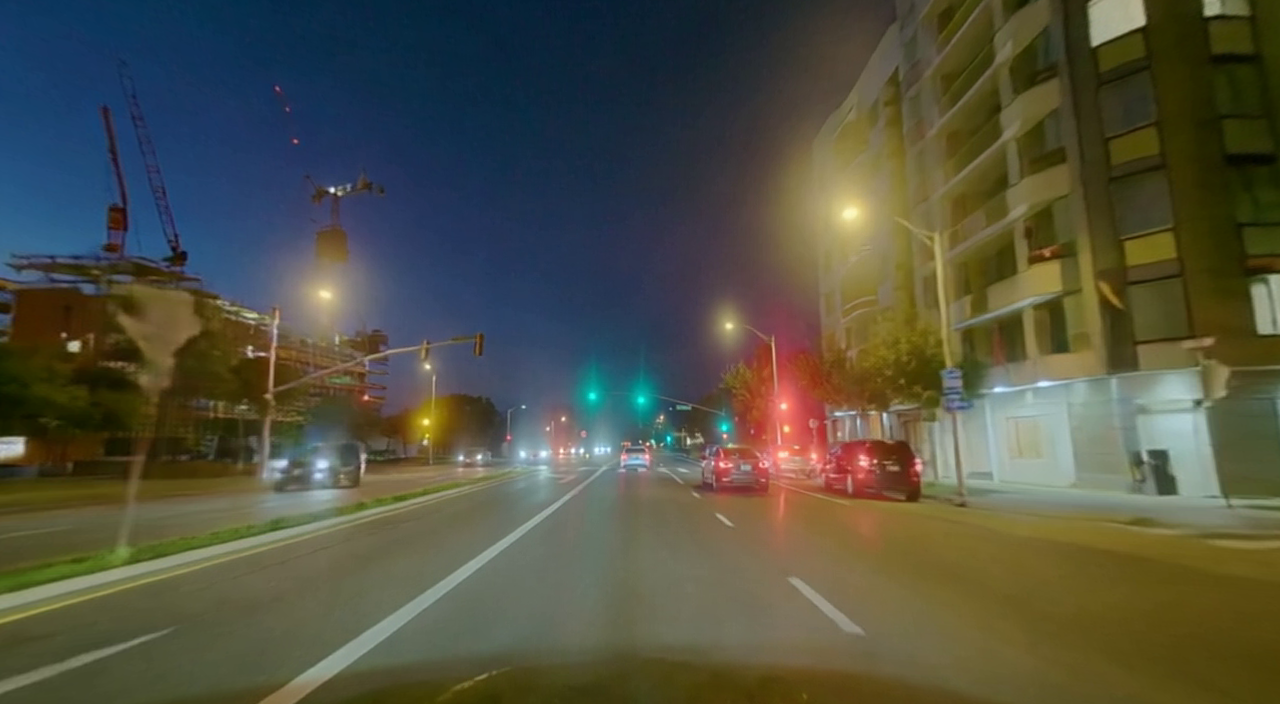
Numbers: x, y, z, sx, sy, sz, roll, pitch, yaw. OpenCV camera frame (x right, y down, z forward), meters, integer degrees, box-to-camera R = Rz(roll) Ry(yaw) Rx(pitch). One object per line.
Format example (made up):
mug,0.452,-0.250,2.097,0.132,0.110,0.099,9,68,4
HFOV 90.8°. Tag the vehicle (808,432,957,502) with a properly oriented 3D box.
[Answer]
vehicle,7.276,3.519,19.809,2.317,1.852,5.530,0,-9,-2

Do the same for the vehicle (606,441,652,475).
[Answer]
vehicle,-0.519,4.962,29.697,2.006,1.487,3.535,0,-8,-1

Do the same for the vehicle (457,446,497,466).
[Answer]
vehicle,-12.715,8.103,49.500,1.943,1.473,4.463,0,-8,1

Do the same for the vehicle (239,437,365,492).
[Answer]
vehicle,-11.912,3.980,22.732,1.975,1.714,4.638,0,-8,0

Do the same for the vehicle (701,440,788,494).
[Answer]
vehicle,3.082,3.469,19.478,1.910,1.474,4.003,0,-8,-2
